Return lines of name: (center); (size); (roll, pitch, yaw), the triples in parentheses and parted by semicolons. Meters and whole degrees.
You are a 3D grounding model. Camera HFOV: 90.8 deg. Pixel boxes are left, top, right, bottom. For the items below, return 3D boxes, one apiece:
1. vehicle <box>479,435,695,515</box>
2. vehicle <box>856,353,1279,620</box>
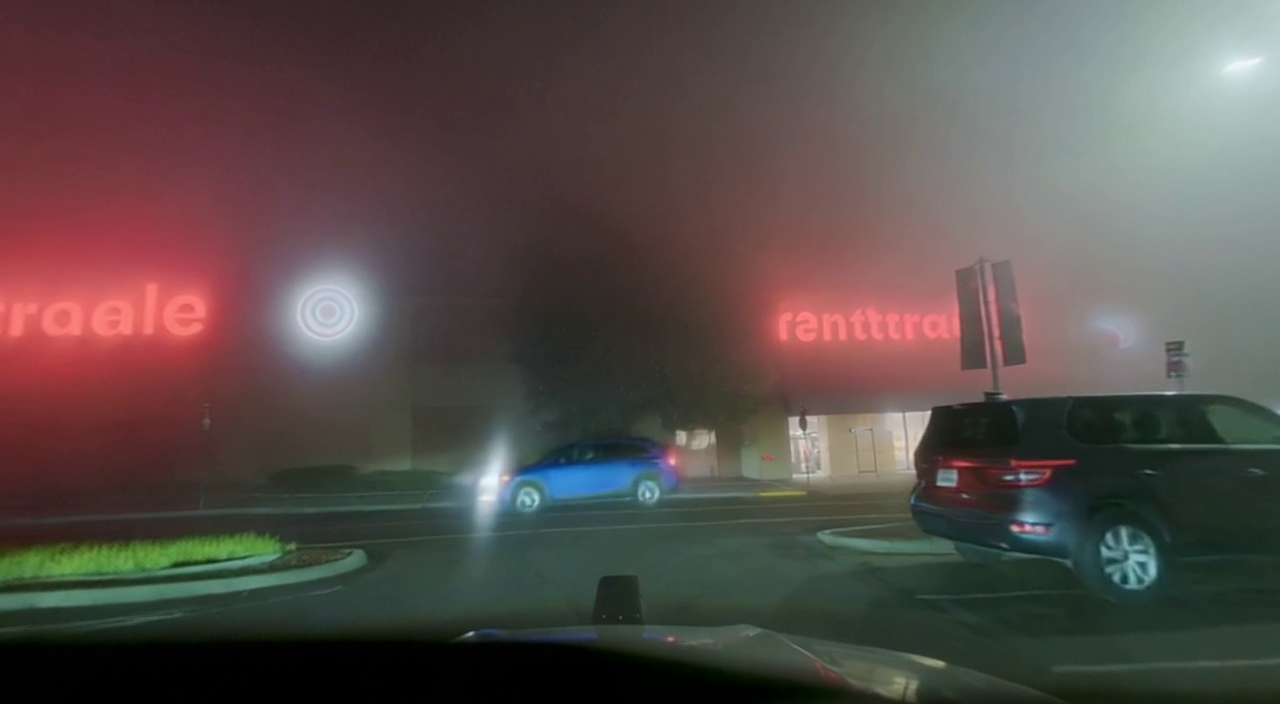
vehicle: (-1.296, 2.981, 15.668); (4.957, 1.788, 2.092); (1, -9, -6)
vehicle: (4.983, 1.168, 6.062); (4.864, 1.916, 2.413); (1, -8, -6)
